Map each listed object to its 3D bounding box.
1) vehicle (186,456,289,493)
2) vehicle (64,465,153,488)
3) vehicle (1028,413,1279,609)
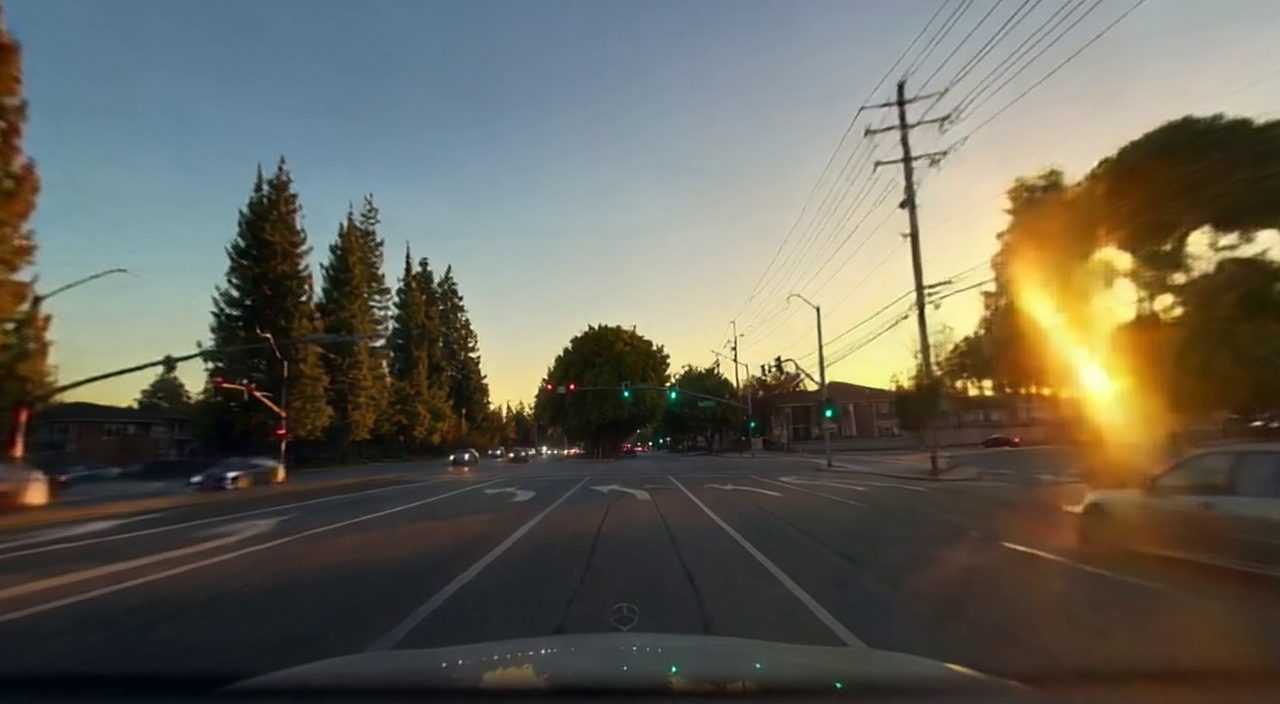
[{"bbox_3d":[-18.365,5.584,29.099,1.926,1.469,4.426,0,-8,-1],"label":"vehicle"},{"bbox_3d":[-38.100,8.905,45.362,4.464,1.526,1.970,0,-8,-3],"label":"vehicle"},{"bbox_3d":[6.044,1.346,5.671,2.113,1.520,4.650,0,-8,-1],"label":"vehicle"}]
